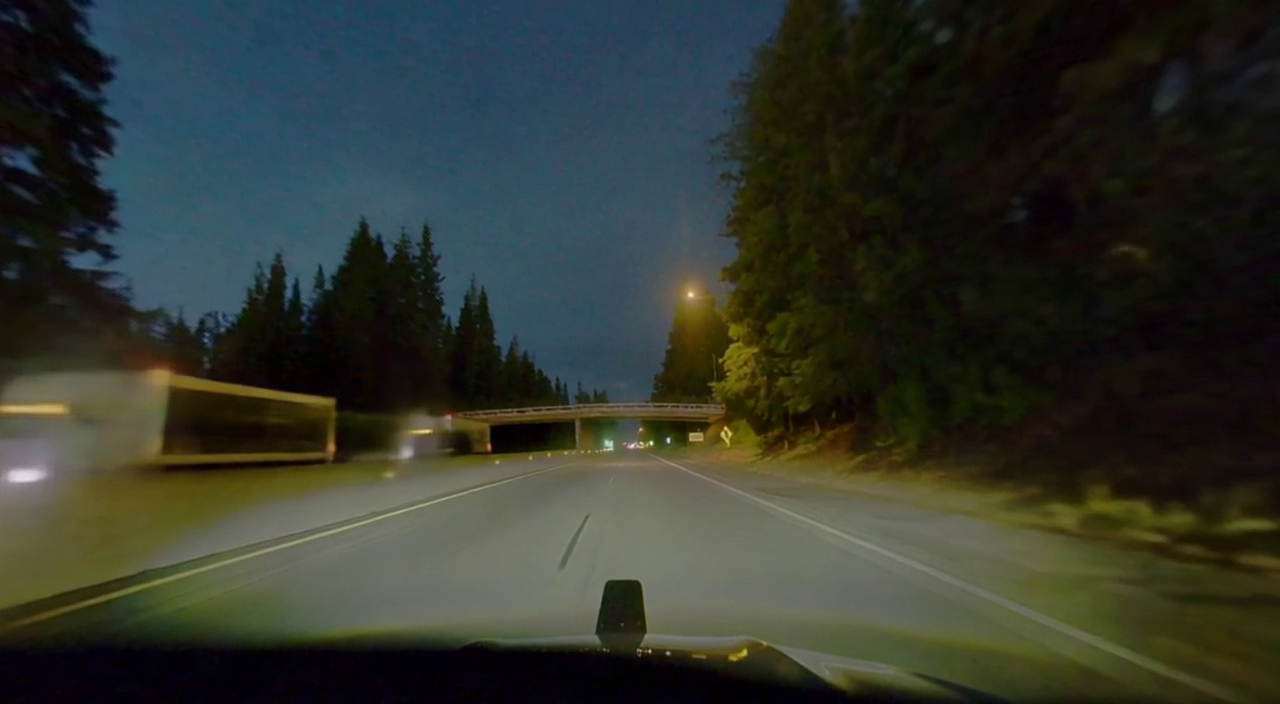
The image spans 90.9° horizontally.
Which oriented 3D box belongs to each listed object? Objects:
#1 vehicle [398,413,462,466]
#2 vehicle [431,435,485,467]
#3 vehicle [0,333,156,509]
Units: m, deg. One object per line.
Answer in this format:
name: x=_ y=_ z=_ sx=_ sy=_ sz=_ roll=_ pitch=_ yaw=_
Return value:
vehicle: x=-16.492 y=7.008 z=49.951 sx=3.008 sy=3.916 sz=5.886 roll=0 pitch=-9 yaw=-1
vehicle: x=-11.959 y=6.574 z=41.808 sx=2.118 sy=1.943 sz=5.285 roll=0 pitch=-9 yaw=-1
vehicle: x=-16.242 y=1.856 z=16.232 sx=2.910 sy=4.025 sz=5.493 roll=0 pitch=-9 yaw=-1
